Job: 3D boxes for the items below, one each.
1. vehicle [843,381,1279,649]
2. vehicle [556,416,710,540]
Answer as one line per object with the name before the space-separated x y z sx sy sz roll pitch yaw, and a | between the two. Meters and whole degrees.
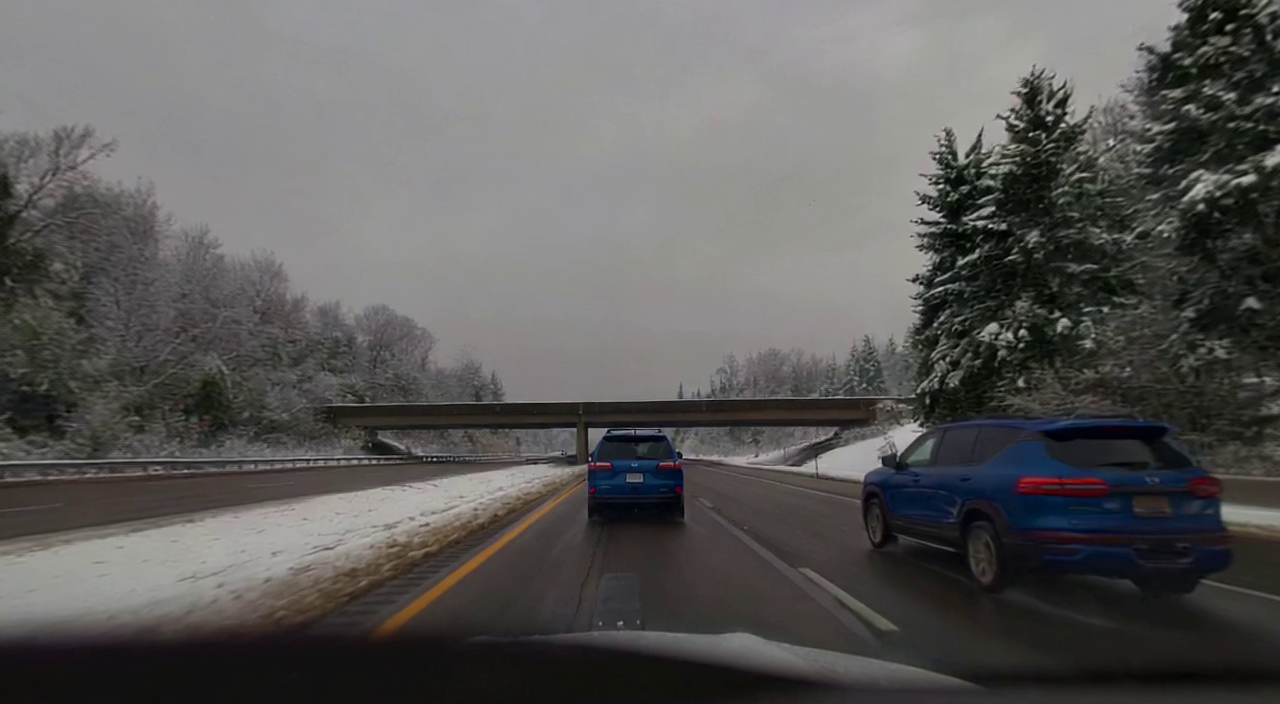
vehicle | 3.960 1.439 6.577 2.043 1.767 4.620 0 -9 -1
vehicle | -0.123 2.201 11.480 2.288 1.823 4.059 0 -9 -1
